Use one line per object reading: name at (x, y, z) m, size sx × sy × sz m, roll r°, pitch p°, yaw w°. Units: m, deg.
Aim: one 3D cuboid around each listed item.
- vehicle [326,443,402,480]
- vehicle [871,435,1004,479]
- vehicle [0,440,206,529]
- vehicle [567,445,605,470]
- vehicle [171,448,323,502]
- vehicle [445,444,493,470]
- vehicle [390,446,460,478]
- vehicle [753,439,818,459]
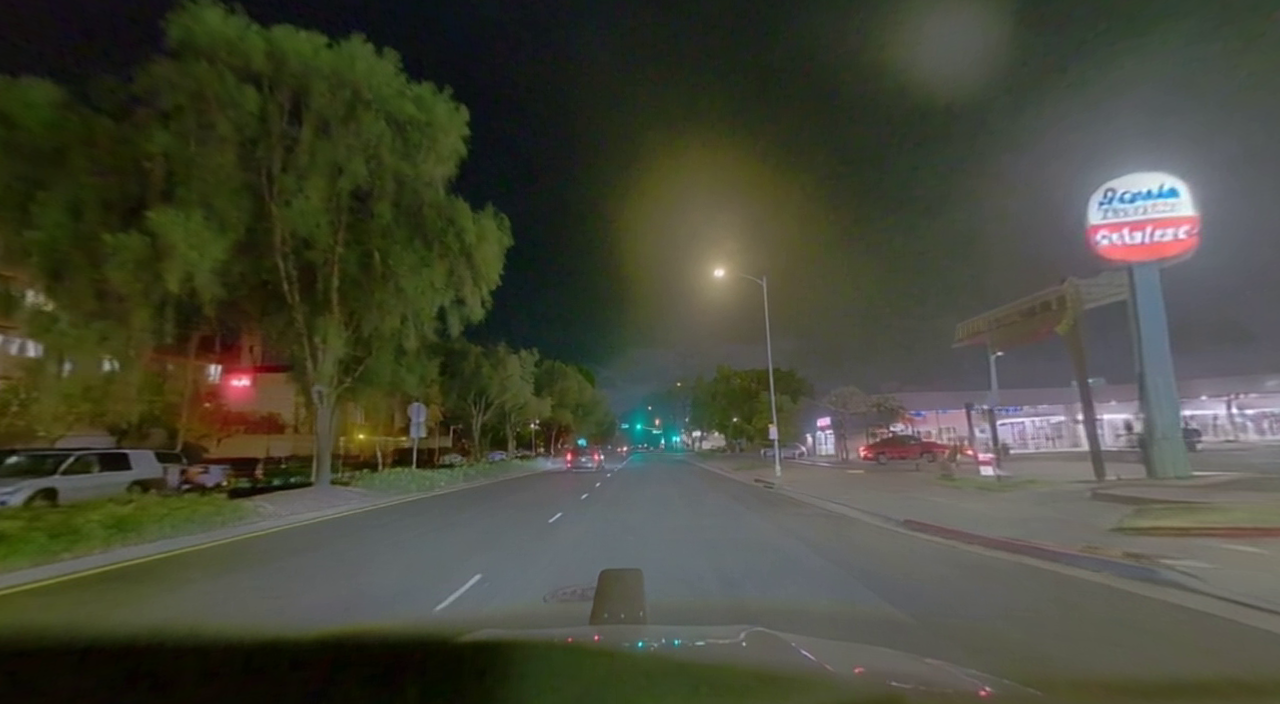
vehicle at (-15.080, 5.994, 34.640) m, size 1.936 × 1.813 × 4.921 m, roll -1°, pitch -8°, yaw 0°
vehicle at (10.977, 3.896, 23.408) m, size 3.935 × 1.518 × 1.985 m, roll 0°, pitch -9°, yaw -1°
vehicle at (-11.950, 2.768, 13.771) m, size 1.852 × 1.621 × 4.166 m, roll 0°, pitch -8°, yaw 0°
vehicle at (-3.335, 6.597, 39.433) m, size 1.966 × 1.481 × 4.385 m, roll 0°, pitch -9°, yaw 0°
vehicle at (-12.203, 3.815, 19.942) m, size 1.948 × 1.453 × 4.431 m, roll 0°, pitch -8°, yaw 0°
vehicle at (-11.479, 7.075, 42.517) m, size 2.044 × 1.649 × 4.211 m, roll 0°, pitch -9°, yaw 0°
vehicle at (-11.929, 6.109, 35.185) m, size 2.024 × 1.656 × 4.837 m, roll -1°, pitch -9°, yaw 2°
vehicle at (11.522, 7.689, 49.884) m, size 4.607 × 1.471 × 1.982 m, roll 0°, pitch -8°, yaw -2°
